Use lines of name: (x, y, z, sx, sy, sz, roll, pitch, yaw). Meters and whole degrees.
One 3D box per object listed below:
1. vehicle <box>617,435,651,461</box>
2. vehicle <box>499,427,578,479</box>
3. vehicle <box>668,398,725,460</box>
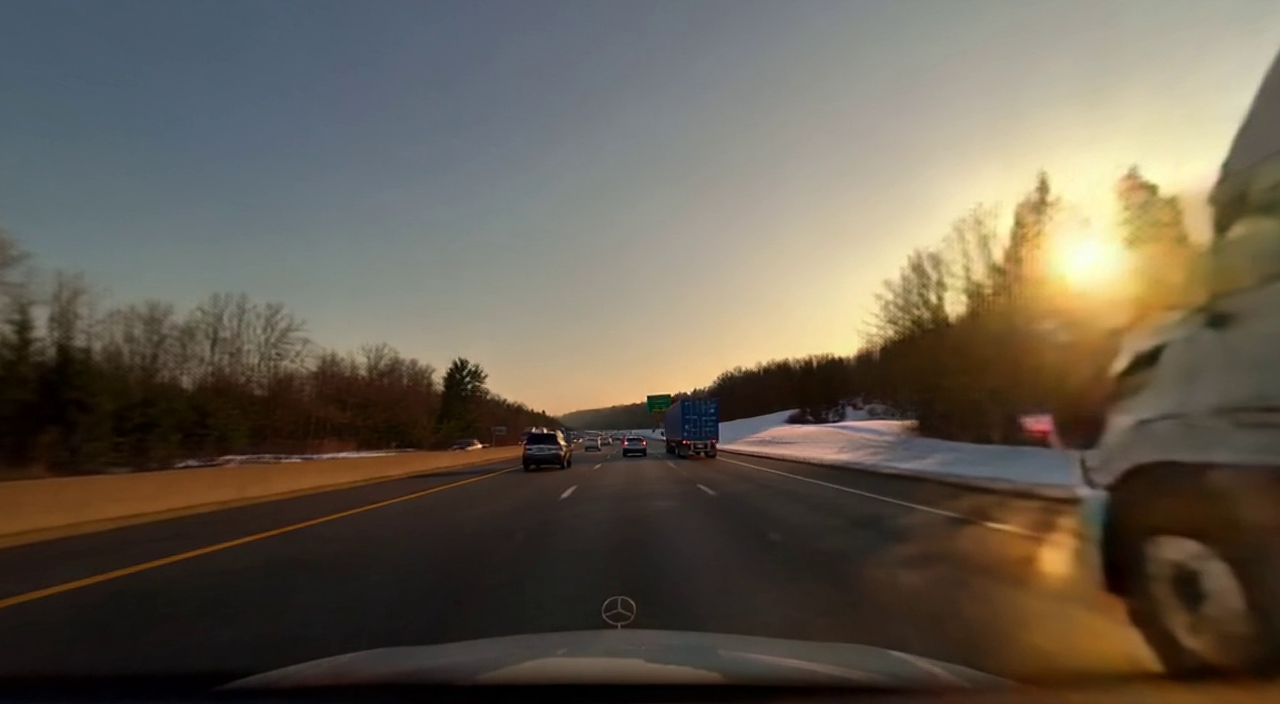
vehicle: (-0.412, 6.058, 39.849, 2.088, 1.567, 4.240, 0, -8, -1)
vehicle: (-3.490, 3.560, 22.488, 2.054, 1.671, 4.445, 0, -8, 0)
vehicle: (3.718, 5.348, 43.290, 2.883, 3.836, 7.894, 0, -8, -2)
